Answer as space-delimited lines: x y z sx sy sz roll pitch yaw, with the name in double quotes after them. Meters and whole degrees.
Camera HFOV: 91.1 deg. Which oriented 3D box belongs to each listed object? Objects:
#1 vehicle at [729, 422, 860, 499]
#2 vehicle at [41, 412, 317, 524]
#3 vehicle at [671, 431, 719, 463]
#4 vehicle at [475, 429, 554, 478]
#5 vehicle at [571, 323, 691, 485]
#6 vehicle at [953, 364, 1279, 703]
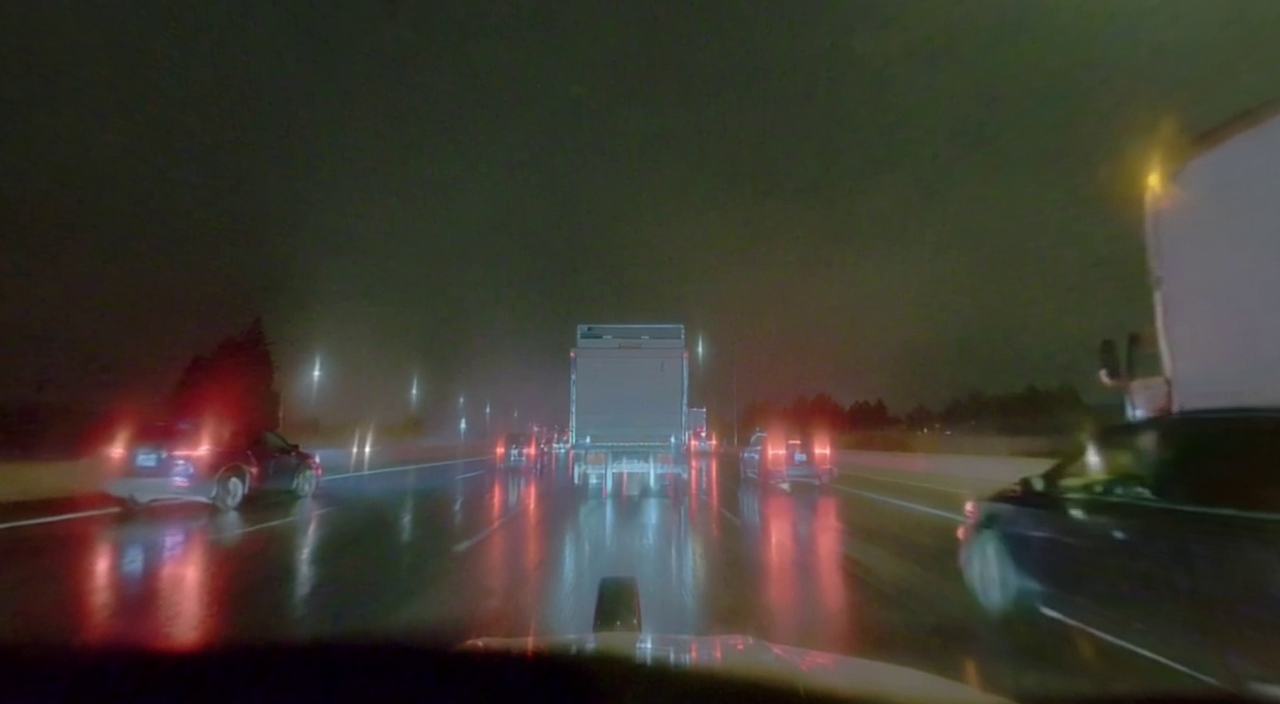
3.416 2.469 14.801 1.945 1.529 4.129 0 -8 -1 "vehicle"
-7.945 2.005 11.476 1.944 1.653 4.097 0 -8 -1 "vehicle"
2.723 4.808 32.141 1.976 1.513 4.065 0 -8 -1 "vehicle"
-4.102 3.377 21.205 1.882 1.493 3.828 0 -8 0 "vehicle"
-0.402 1.930 20.616 2.938 4.033 9.980 0 -8 -2 "vehicle"
3.315 0.777 2.032 1.999 1.523 4.882 0 -8 -1 "vehicle"
